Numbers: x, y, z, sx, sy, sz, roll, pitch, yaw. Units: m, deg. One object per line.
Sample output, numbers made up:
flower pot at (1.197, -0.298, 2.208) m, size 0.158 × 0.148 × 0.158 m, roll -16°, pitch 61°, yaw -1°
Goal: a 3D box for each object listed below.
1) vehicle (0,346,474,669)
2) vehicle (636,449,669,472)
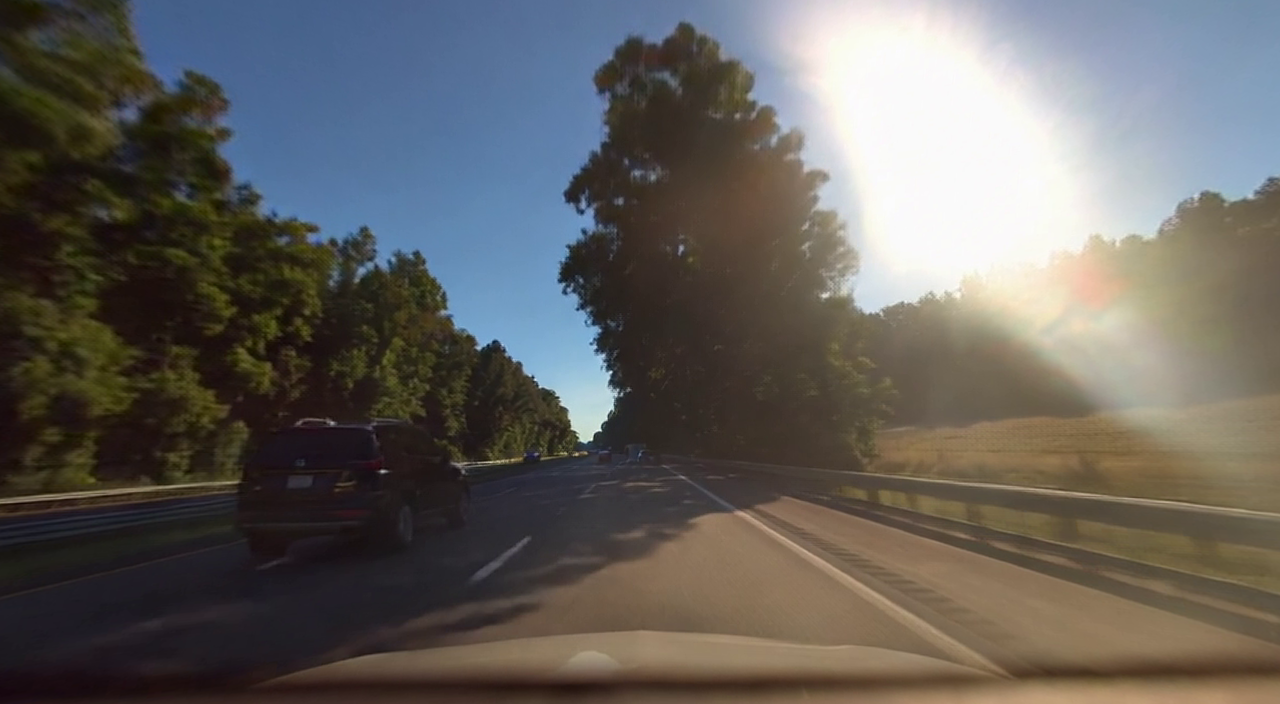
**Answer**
vehicle at (-3.621, 1.339, 6.545) m, size 2.418 × 2.049 × 4.930 m, roll 0°, pitch -9°, yaw 0°
vehicle at (0.824, 7.375, 43.159) m, size 2.046 × 1.452 × 4.407 m, roll 0°, pitch -9°, yaw -2°
